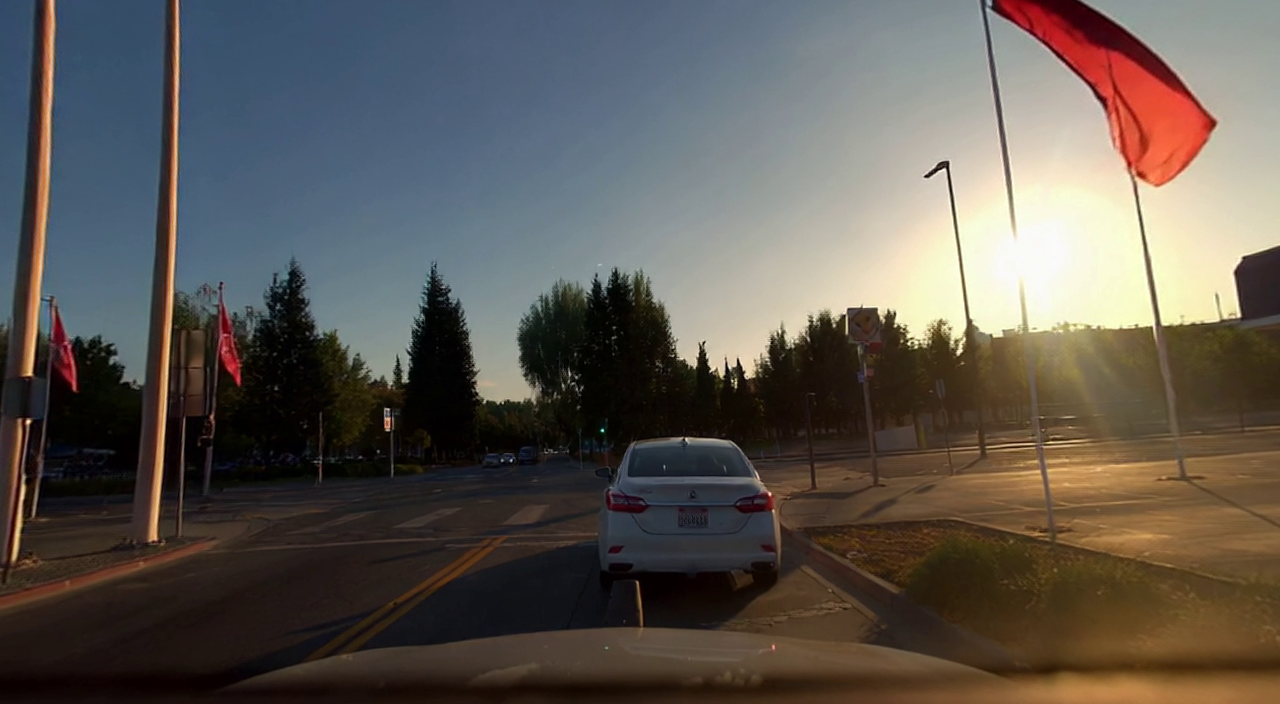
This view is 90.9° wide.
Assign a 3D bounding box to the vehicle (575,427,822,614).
[{"bbox_3d":[0.385,1.637,6.954,1.985,1.463,3.647,0,-9,-3],"label":"vehicle"}]

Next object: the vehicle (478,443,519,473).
[{"bbox_3d":[-9.985,7.490,44.740,2.212,1.948,4.537,0,-9,-5],"label":"vehicle"}]
